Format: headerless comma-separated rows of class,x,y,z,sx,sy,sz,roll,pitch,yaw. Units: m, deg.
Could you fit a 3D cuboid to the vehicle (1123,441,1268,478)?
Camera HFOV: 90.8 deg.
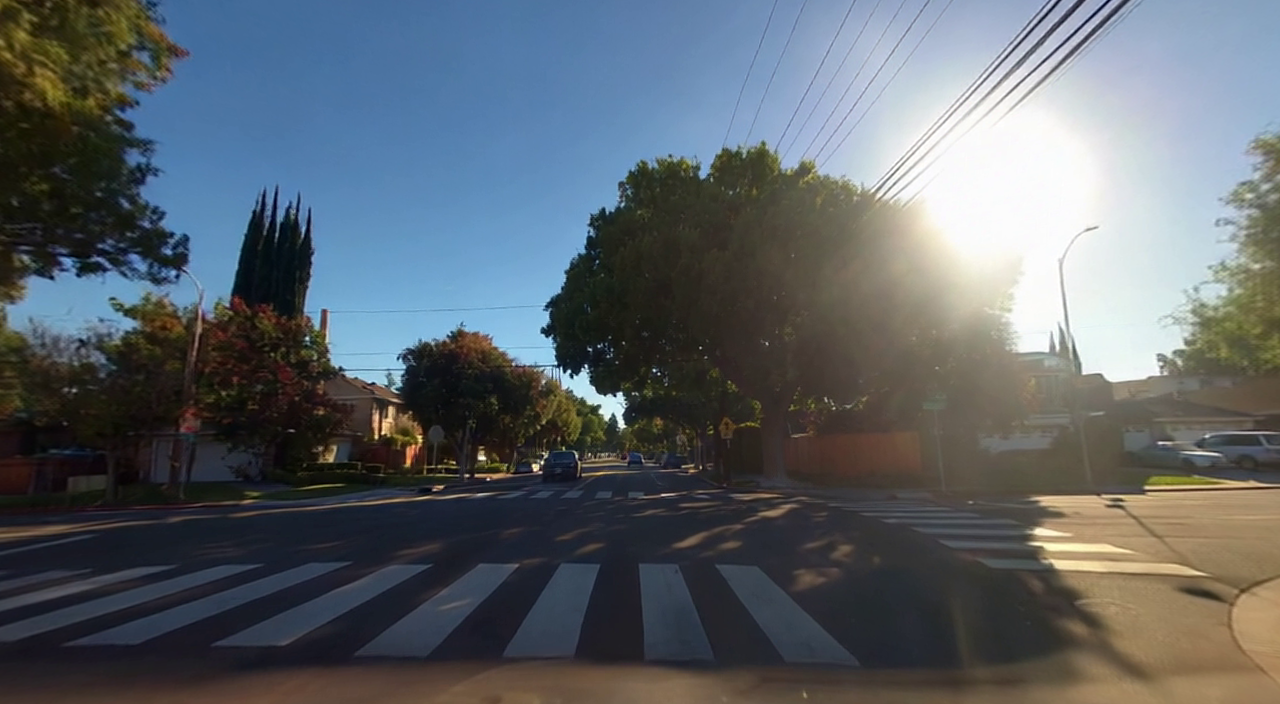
vehicle,23.397,4.535,26.911,1.841,1.448,4.688,0,-9,-1

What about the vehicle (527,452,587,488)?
vehicle,-3.645,5.250,28.441,2.102,1.463,4.024,0,-9,1
